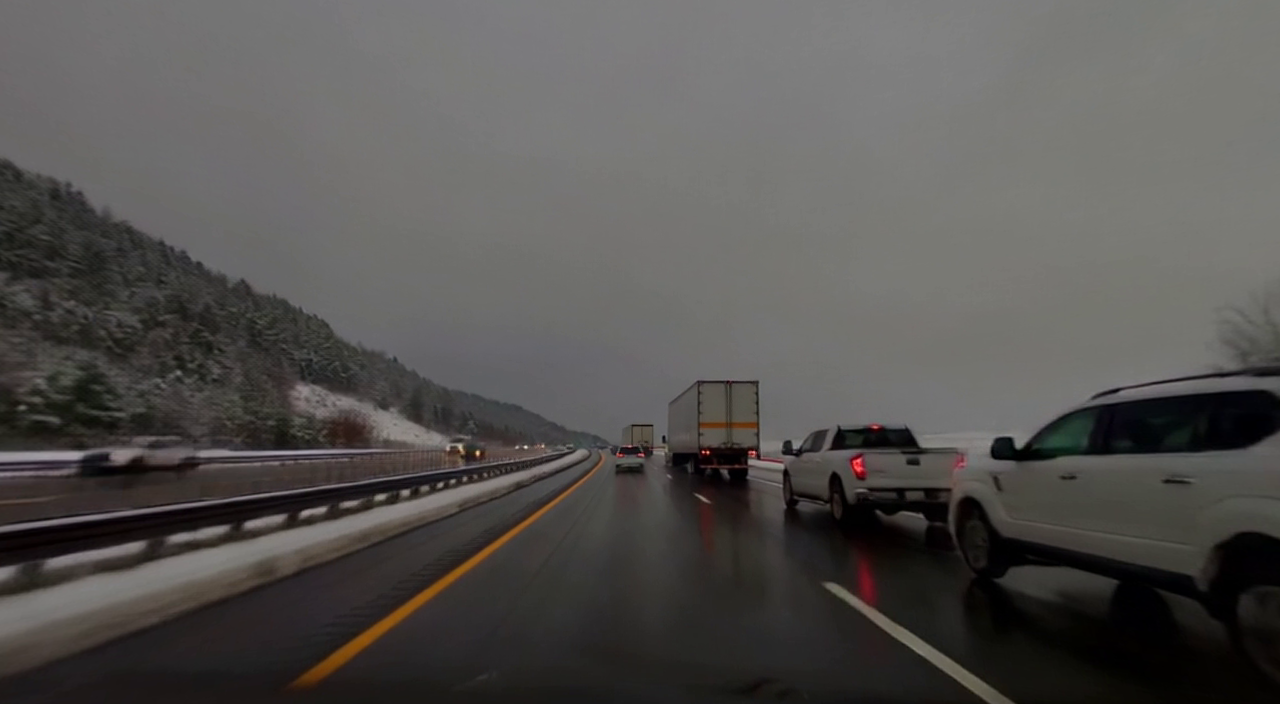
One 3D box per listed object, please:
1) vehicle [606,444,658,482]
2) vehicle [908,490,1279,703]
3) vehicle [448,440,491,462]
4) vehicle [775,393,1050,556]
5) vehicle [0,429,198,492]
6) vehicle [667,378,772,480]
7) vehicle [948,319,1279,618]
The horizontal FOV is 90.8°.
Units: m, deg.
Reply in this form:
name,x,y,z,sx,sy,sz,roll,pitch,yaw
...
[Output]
name,x,y,z,sx,sy,sz,roll,pitch,yaw
vehicle,-0.382,4.636,26.541,2.029,1.437,3.794,0,-9,-2
vehicle,4.072,1.599,4.301,2.129,0.956,5.390,0,-9,0
vehicle,-12.396,7.217,45.993,2.149,1.455,3.690,0,-9,-1
vehicle,3.884,1.895,10.365,2.034,1.968,5.221,0,-9,-2
vehicle,-14.988,3.033,17.822,1.984,1.558,4.164,0,-9,-1
vehicle,3.504,4.207,32.672,2.911,4.099,14.578,0,-9,-2
vehicle,4.094,0.744,4.191,1.873,1.465,4.264,0,-9,-1
